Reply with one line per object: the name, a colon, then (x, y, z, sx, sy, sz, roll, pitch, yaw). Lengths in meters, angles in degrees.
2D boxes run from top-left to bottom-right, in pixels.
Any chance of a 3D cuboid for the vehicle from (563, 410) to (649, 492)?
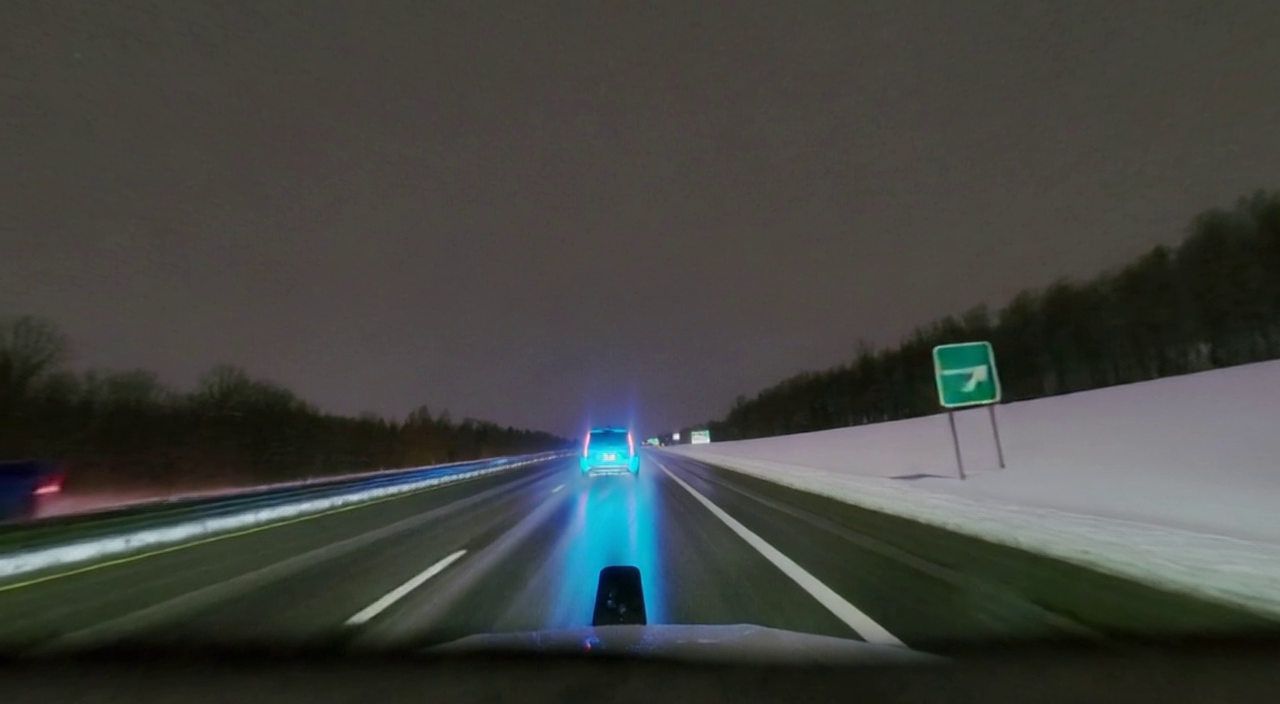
vehicle: (-0.925, 2.980, 19.277, 2.248, 2.154, 4.892, 0, -8, -1)
